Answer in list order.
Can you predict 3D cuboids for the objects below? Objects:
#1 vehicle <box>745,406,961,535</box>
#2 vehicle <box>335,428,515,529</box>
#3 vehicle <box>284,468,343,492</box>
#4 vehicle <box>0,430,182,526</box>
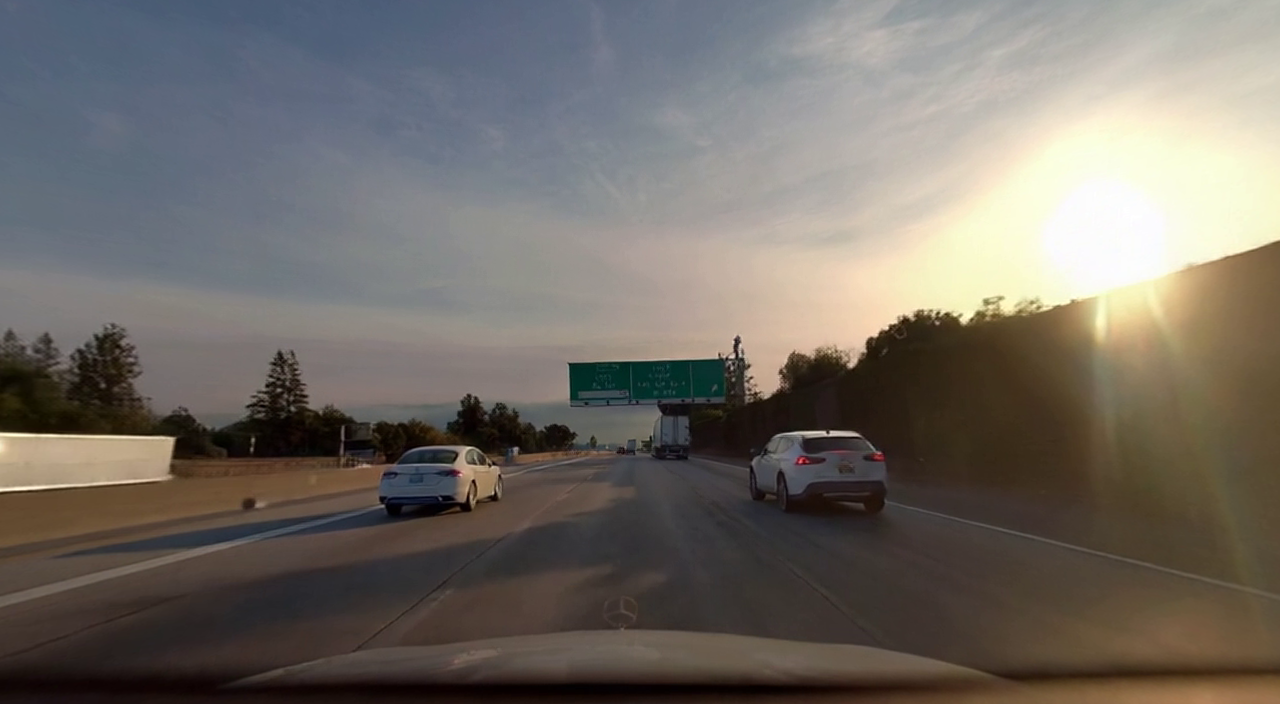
[{"bbox_3d":[3.314,1.959,10.999,2.065,1.760,4.488,0,-8,-2],"label":"vehicle"},{"bbox_3d":[-3.948,2.396,12.620,1.903,1.607,4.770,0,-8,0],"label":"vehicle"},{"bbox_3d":[-25.449,9.944,49.469,2.125,1.590,4.808,0,-8,-1],"label":"vehicle"},{"bbox_3d":[-29.000,5.737,29.235,2.880,4.106,16.616,0,-8,1],"label":"vehicle"}]
